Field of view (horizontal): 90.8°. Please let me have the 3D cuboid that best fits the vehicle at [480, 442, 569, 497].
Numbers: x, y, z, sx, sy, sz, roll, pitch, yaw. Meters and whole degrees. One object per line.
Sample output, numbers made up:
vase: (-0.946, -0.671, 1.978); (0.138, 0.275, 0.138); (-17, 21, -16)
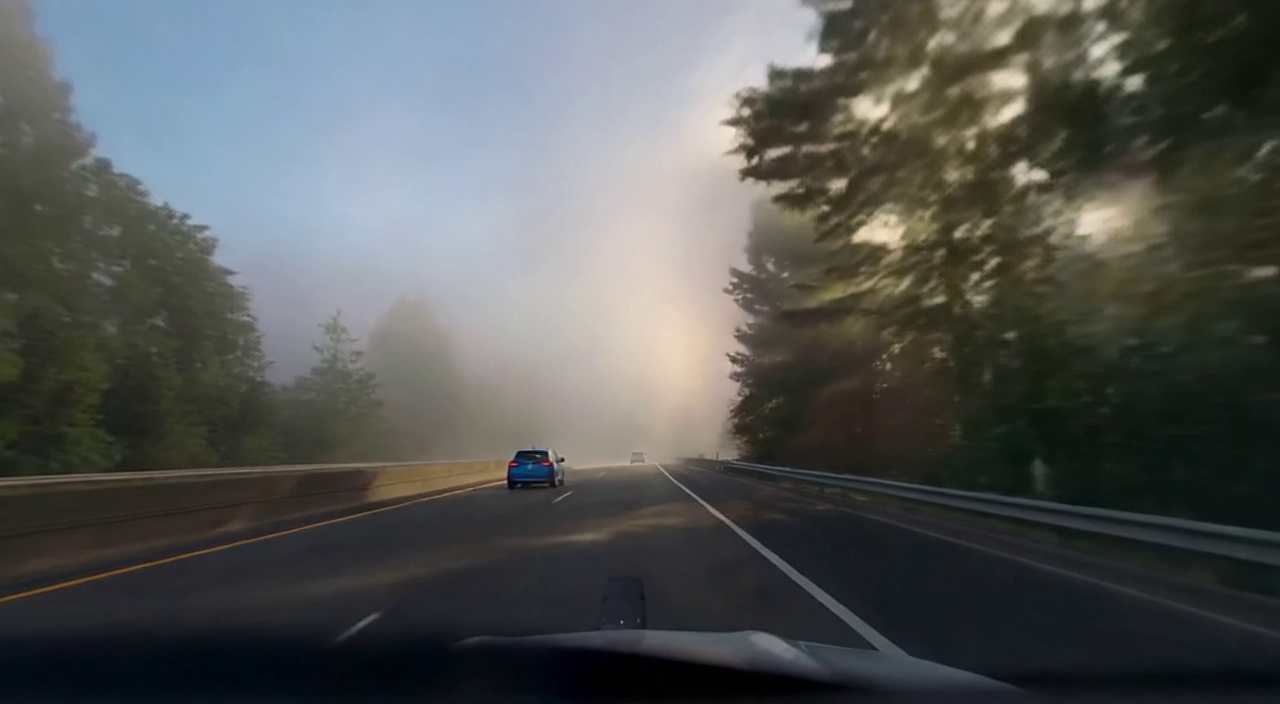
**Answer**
vehicle: (-3.621, 3.765, 20.609); (2.088, 1.586, 4.000); (0, -9, 1)
